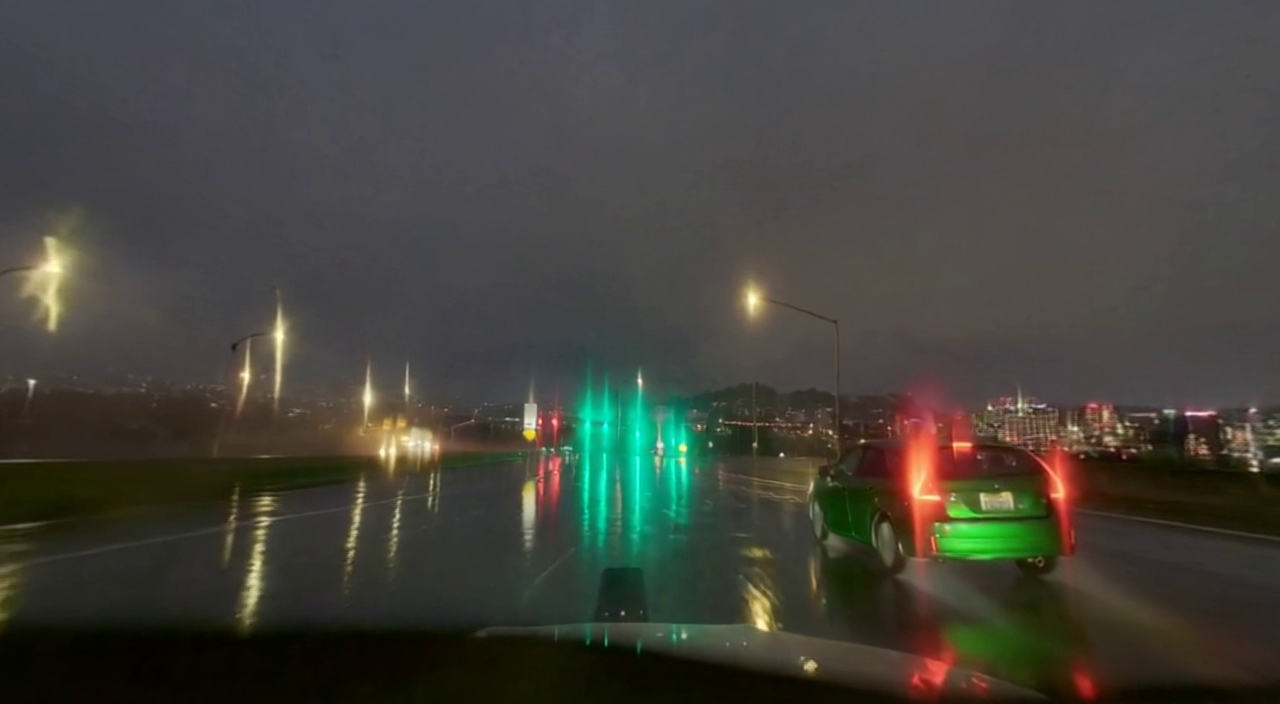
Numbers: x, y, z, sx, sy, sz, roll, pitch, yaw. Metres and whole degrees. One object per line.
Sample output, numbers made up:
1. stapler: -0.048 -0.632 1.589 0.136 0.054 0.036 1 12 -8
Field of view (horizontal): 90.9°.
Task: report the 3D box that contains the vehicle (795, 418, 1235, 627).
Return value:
1. vehicle: 3.458 1.658 7.238 2.104 1.575 4.698 0 -9 -1
